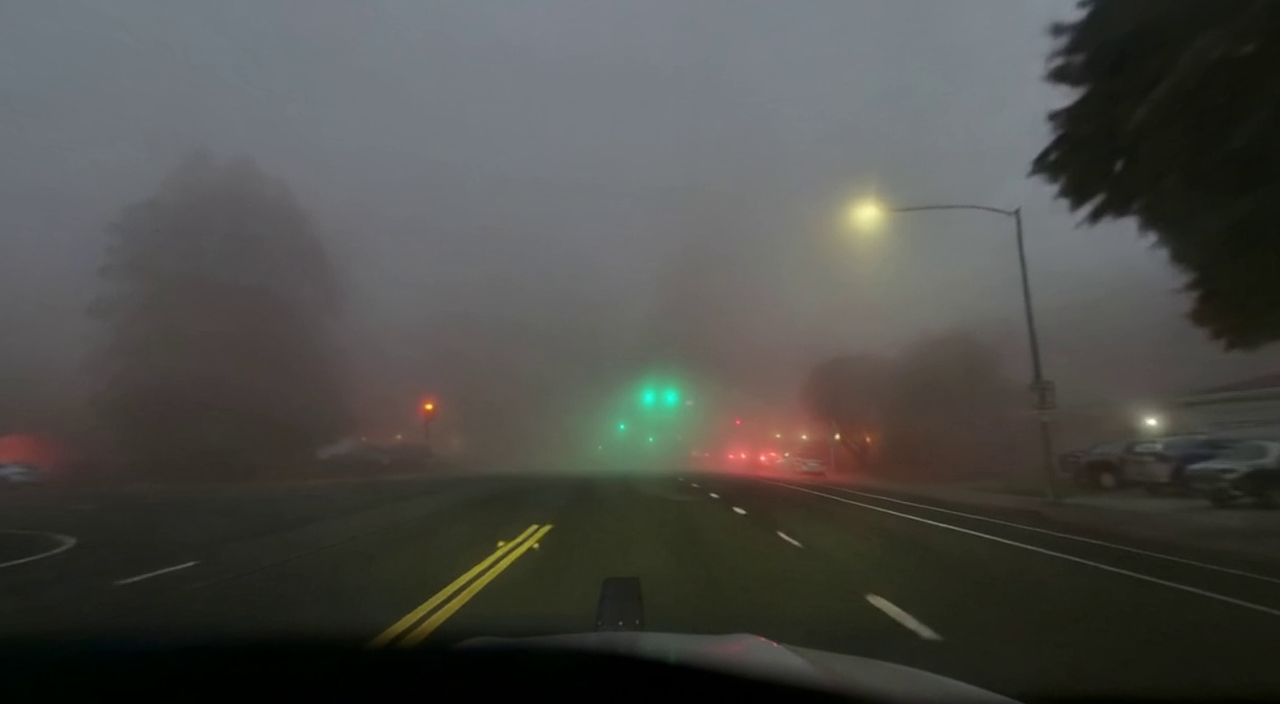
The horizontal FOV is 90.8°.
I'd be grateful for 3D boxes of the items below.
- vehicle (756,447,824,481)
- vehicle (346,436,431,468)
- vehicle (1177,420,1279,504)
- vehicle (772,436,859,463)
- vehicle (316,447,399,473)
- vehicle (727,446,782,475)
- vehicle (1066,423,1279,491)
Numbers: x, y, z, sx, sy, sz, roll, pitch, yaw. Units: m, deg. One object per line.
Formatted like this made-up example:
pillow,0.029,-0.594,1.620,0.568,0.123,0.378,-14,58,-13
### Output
vehicle,7.333,5.518,31.410,1.951,1.528,4.366,1,-9,-5
vehicle,-18.842,7.559,47.578,5.096,2.070,2.687,2,-9,0
vehicle,15.316,2.459,14.325,4.401,1.756,1.983,0,-8,-1
vehicle,13.550,7.547,49.025,5.974,1.840,2.185,-1,-7,-1
vehicle,-18.625,7.147,41.858,4.598,1.445,1.973,-2,-9,-2
vehicle,6.715,6.402,37.601,1.934,1.504,4.928,4,-9,-4
vehicle,16.607,3.255,19.808,4.782,1.810,2.247,-2,-8,0
